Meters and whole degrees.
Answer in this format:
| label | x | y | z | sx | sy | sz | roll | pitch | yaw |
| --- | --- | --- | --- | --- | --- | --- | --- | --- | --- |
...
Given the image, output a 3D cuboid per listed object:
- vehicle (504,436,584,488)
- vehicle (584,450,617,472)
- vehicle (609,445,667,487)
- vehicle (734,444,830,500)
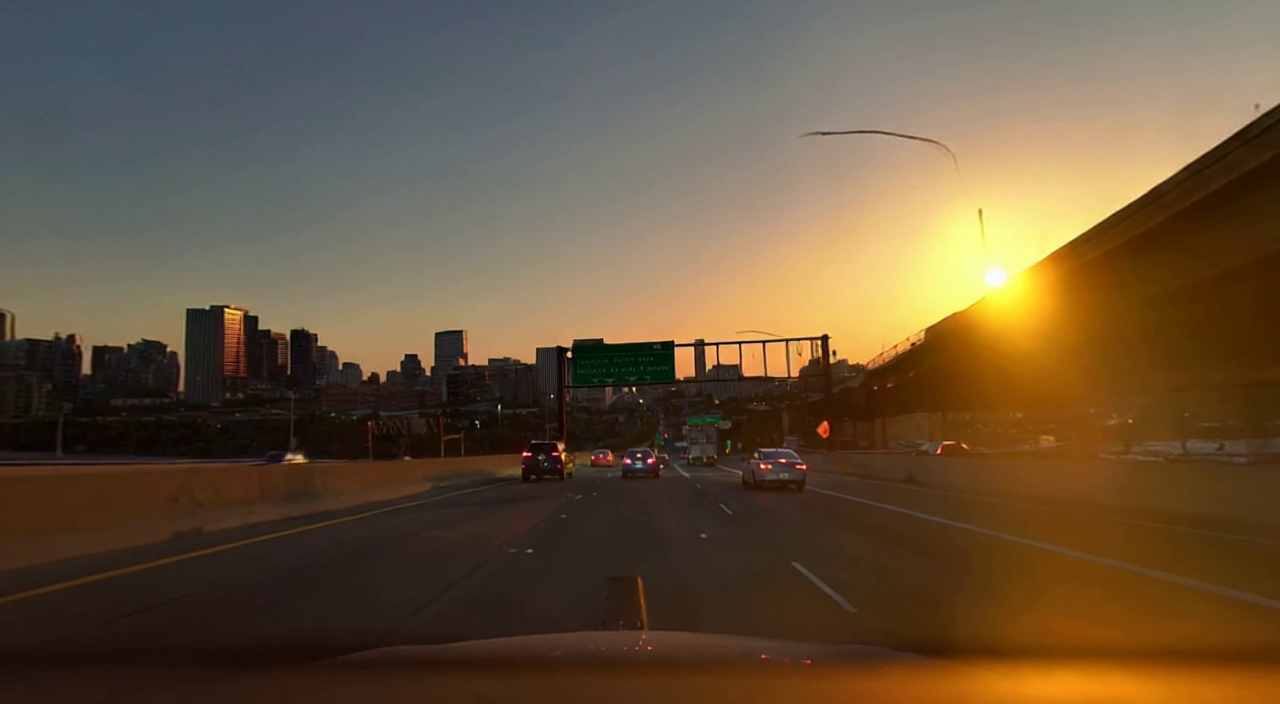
| label | x | y | z | sx | sy | sz | roll | pitch | yaw |
| --- | --- | --- | --- | --- | --- | --- | --- | --- | --- |
| vehicle | -3.640 | 4.269 | 24.828 | 2.142 | 1.819 | 4.648 | 0 | -9 | 3 |
| vehicle | -2.790 | 7.775 | 44.979 | 1.868 | 1.431 | 4.055 | 0 | -9 | 3 |
| vehicle | -0.015 | 4.415 | 24.713 | 2.089 | 1.493 | 3.964 | 0 | -8 | 1 |
| vehicle | 4.164 | 3.582 | 19.193 | 1.974 | 1.490 | 3.994 | 0 | -9 | 0 |
